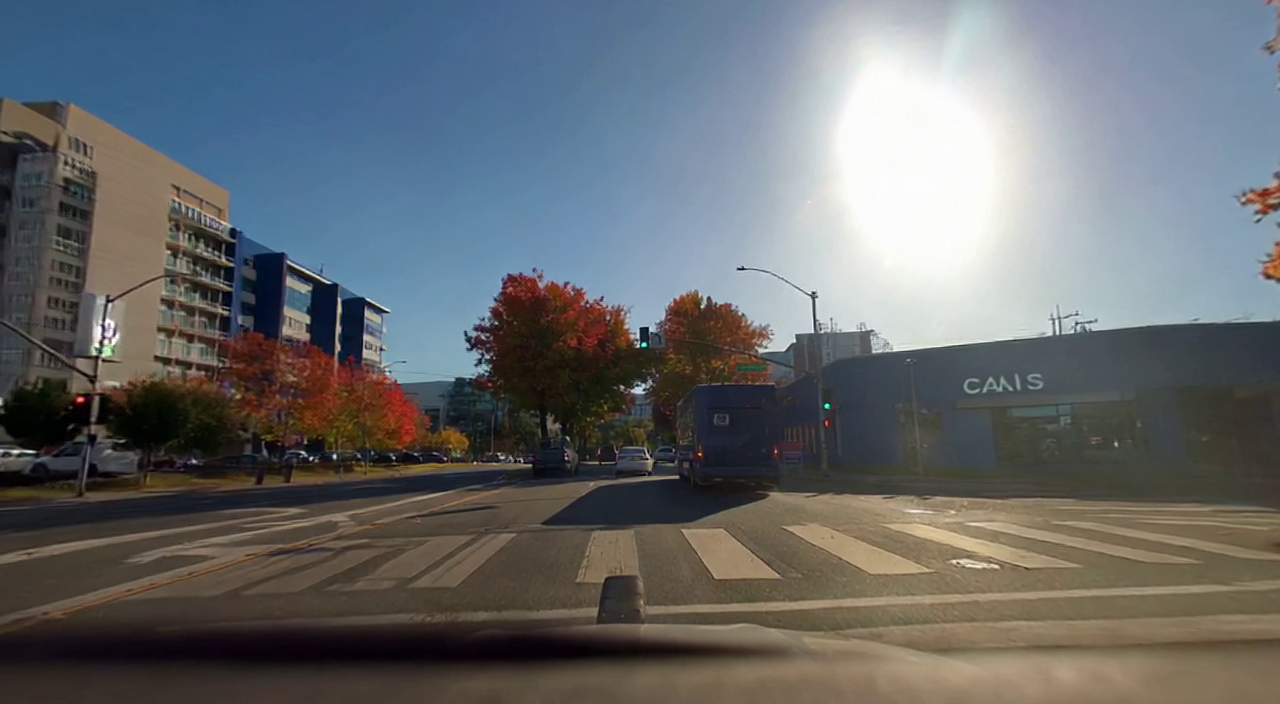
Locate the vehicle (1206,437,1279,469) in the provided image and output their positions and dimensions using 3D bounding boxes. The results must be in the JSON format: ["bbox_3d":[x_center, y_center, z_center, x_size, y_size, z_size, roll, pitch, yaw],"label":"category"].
[{"bbox_3d":[32.653,5.300,33.111,1.761,1.547,3.972,1,-9,-8],"label":"vehicle"}]

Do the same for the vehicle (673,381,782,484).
[{"bbox_3d":[3.411,3.668,27.928,3.003,3.680,10.684,0,-9,-2],"label":"vehicle"}]

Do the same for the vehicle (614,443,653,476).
[{"bbox_3d":[-0.313,5.369,31.619,1.846,1.528,4.348,0,-9,0],"label":"vehicle"}]

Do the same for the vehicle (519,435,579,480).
[{"bbox_3d":[-4.027,4.760,28.656,2.035,1.867,4.607,0,-9,0],"label":"vehicle"}]

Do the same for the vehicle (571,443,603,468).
[{"bbox_3d":[-3.792,7.475,45.559,1.950,1.665,4.203,0,-9,0],"label":"vehicle"}]
